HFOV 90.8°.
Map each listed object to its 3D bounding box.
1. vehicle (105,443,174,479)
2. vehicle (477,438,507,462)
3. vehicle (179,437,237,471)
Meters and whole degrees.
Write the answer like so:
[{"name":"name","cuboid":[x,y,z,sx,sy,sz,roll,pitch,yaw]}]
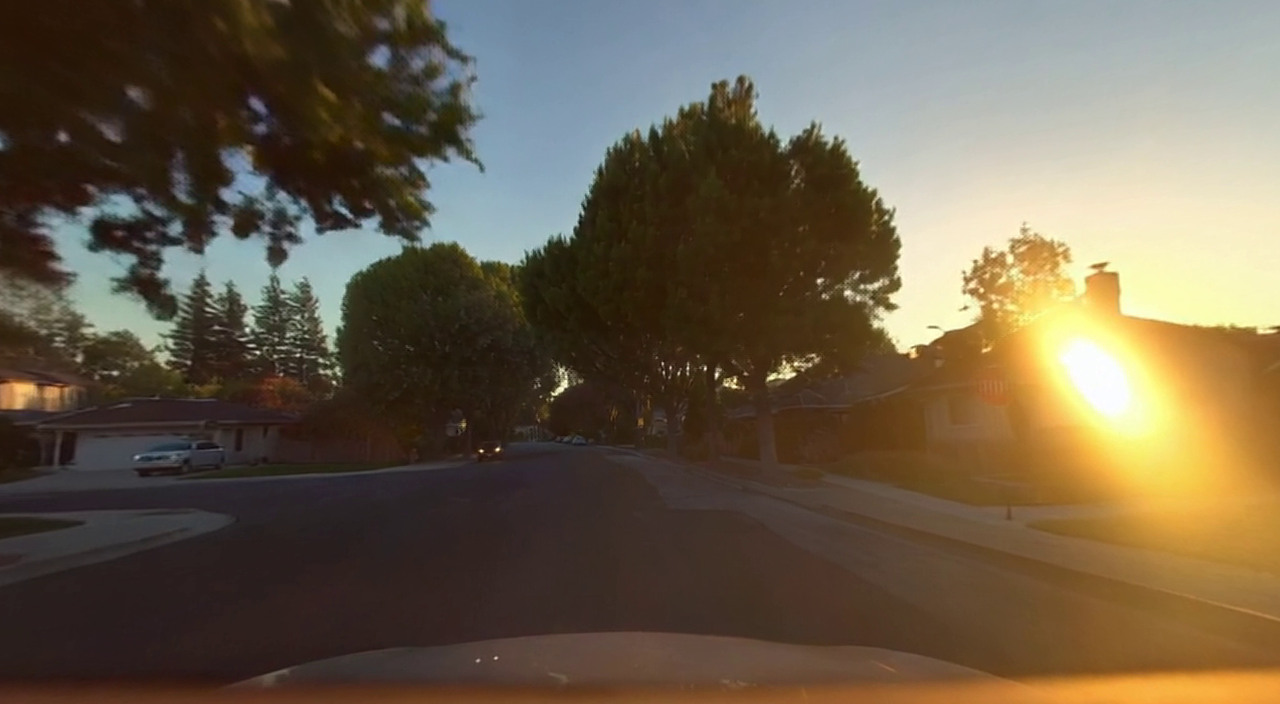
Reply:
[{"name":"vehicle","cuboid":[-25.072,5.445,31.811,1.883,1.687,3.908,4,-9,-27]},{"name":"vehicle","cuboid":[-10.731,7.092,45.816,1.994,1.656,4.334,2,-9,-12]},{"name":"vehicle","cuboid":[-24.492,5.768,35.985,1.973,1.787,5.045,4,-9,-27]}]
